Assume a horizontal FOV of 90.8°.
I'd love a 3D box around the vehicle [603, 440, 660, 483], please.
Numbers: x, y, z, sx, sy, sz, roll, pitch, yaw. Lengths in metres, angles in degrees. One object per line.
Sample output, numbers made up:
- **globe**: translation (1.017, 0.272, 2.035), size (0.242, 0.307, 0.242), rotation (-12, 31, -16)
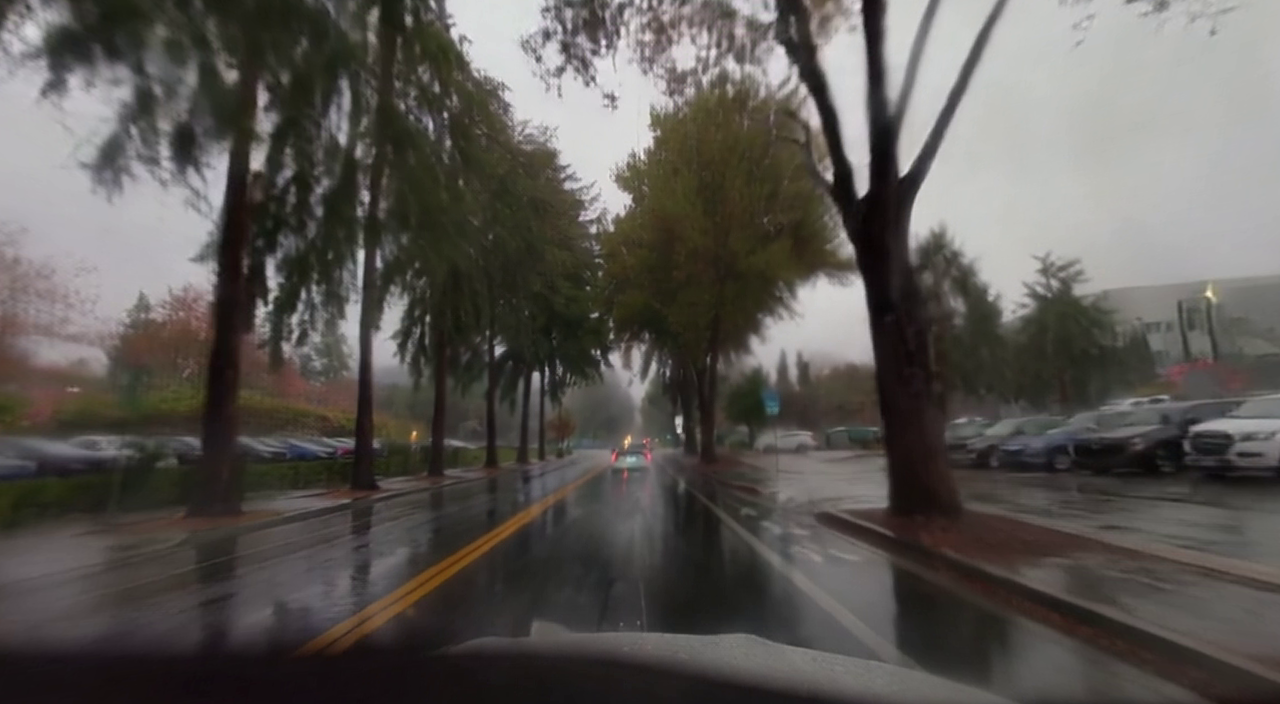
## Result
- **vehicle**: translation (-0.349, 4.406, 25.848), size (2.152, 1.574, 4.223), rotation (0, -8, -1)
